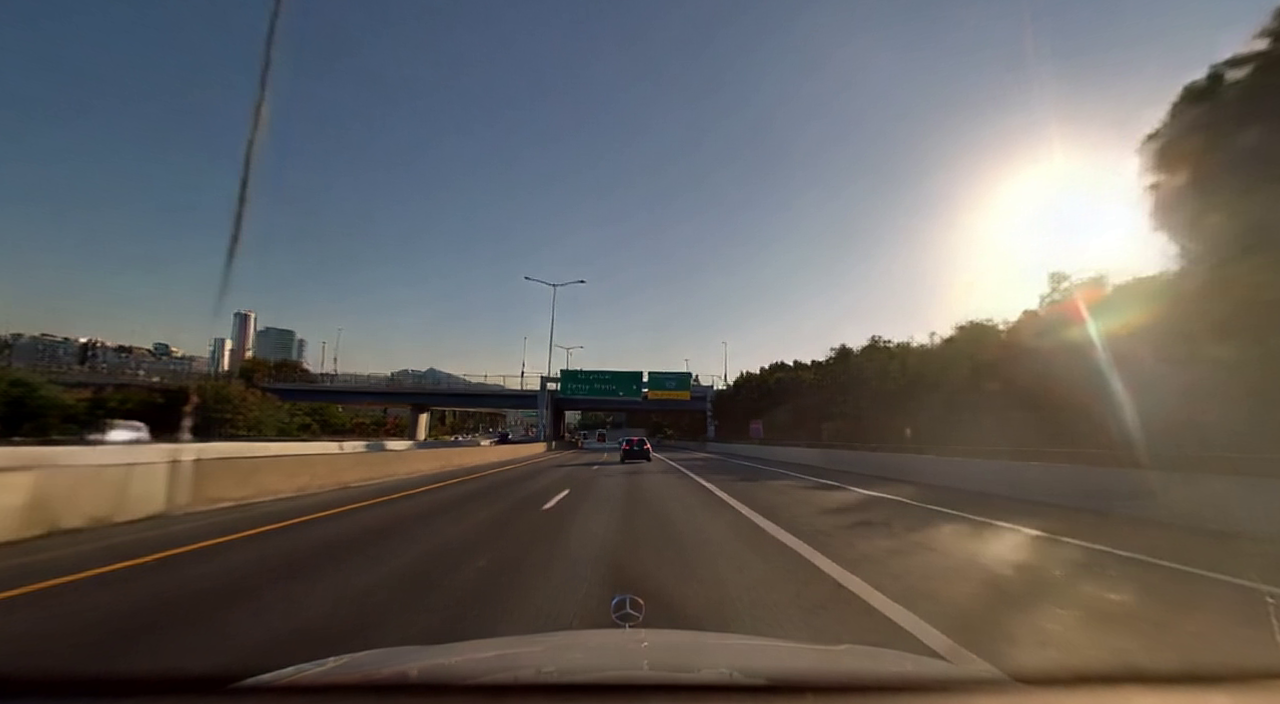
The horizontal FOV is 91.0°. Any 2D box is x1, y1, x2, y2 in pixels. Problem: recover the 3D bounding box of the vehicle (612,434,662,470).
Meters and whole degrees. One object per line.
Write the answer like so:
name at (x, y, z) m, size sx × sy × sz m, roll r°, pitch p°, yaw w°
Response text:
vehicle at (-0.138, 4.558, 28.794) m, size 2.130 × 1.512 × 4.057 m, roll 1°, pitch -8°, yaw 0°
